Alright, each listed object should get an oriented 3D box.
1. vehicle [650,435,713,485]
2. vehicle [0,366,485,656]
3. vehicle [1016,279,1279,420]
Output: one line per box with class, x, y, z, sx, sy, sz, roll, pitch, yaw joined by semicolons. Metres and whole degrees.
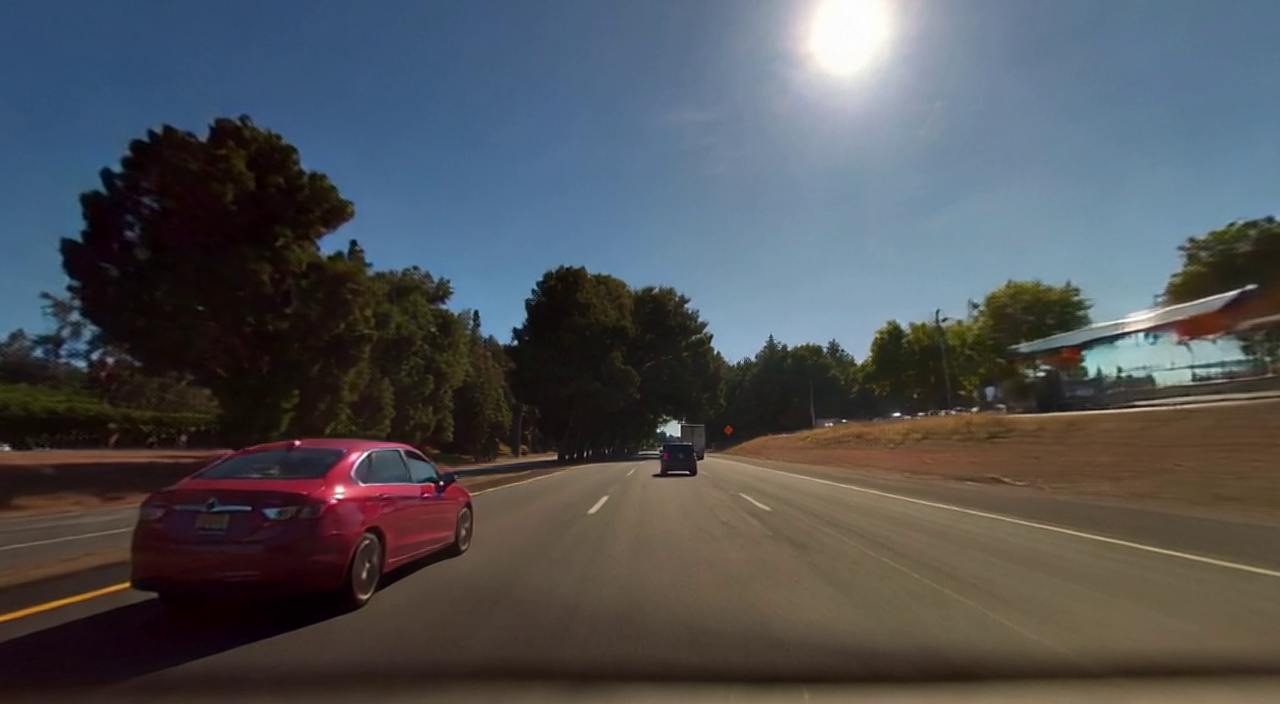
vehicle;1.461;4.052;23.903;2.087;1.682;4.388;0;-9;0
vehicle;-3.258;1.343;6.314;2.139;1.804;4.611;0;-9;1
vehicle;24.946;0.742;31.006;3.528;4.387;16.822;-1;-9;4
